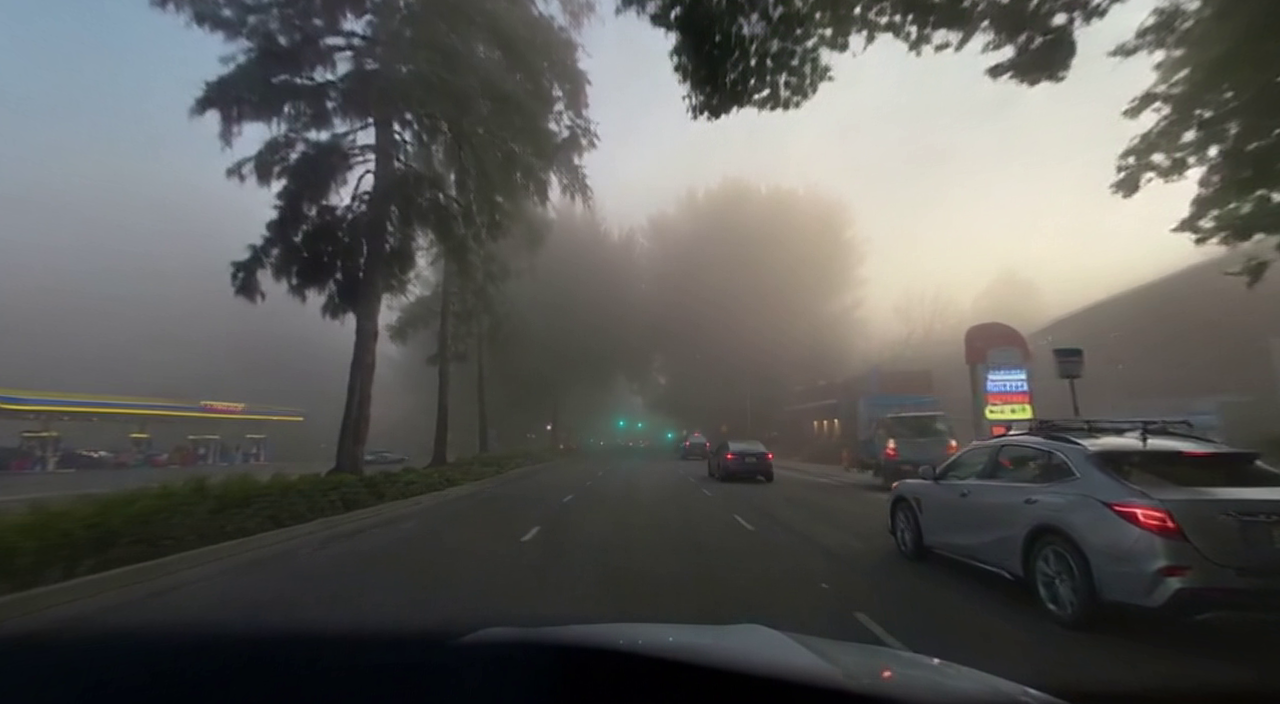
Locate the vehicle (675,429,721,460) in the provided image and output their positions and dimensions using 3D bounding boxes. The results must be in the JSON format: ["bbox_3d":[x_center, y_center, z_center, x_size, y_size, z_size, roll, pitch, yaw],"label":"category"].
[{"bbox_3d":[3.859,6.301,42.962,2.611,1.983,5.165,0,-8,0],"label":"vehicle"}]

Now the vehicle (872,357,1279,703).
[{"bbox_3d":[3.628,1.164,4.728,1.875,1.665,4.931,0,-8,0],"label":"vehicle"}]

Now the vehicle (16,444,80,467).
[{"bbox_3d":[-39.467,6.872,42.122,1.716,1.433,3.600,3,-9,-20],"label":"vehicle"}]

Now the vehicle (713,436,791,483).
[{"bbox_3d":[3.693,3.630,21.575,1.871,1.442,4.122,0,-8,-1],"label":"vehicle"}]

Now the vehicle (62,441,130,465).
[{"bbox_3d":[-37.210,6.893,43.235,2.003,1.531,4.062,3,-9,-19],"label":"vehicle"}]
